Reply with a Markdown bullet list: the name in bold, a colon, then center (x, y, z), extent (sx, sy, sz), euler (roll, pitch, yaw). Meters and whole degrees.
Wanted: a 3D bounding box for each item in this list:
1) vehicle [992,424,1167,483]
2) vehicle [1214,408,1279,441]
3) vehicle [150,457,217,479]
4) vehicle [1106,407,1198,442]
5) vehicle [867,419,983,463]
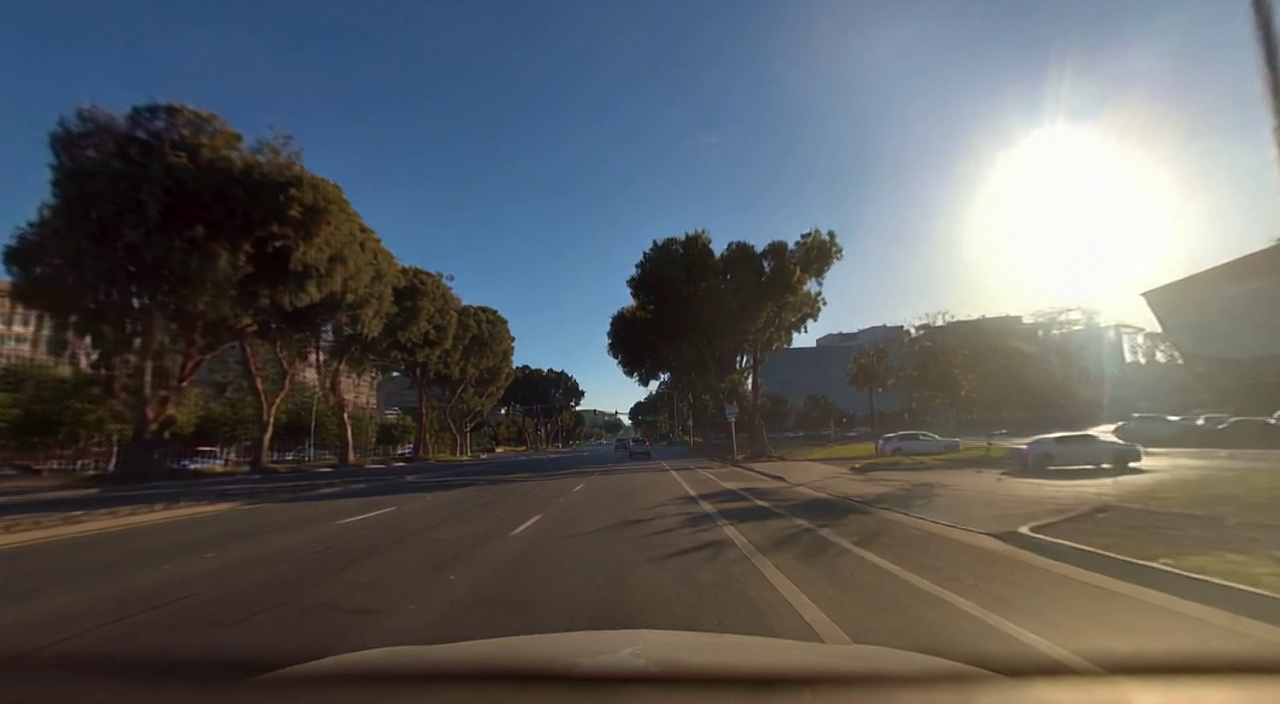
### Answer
- **vehicle**: center (14.642, 3.375, 21.225), extent (4.388, 1.446, 1.808), euler (-6, -7, 2)
- **vehicle**: center (33.529, 3.974, 34.222), extent (4.287, 1.622, 2.088), euler (4, -10, -28)
- **vehicle**: center (-35.716, 9.058, 49.496), extent (1.917, 1.479, 4.462), euler (0, -8, 0)
- **vehicle**: center (30.896, 4.421, 38.019), extent (5.675, 1.978, 2.229), euler (4, -10, -30)
- **vehicle**: center (14.134, 4.446, 31.499), extent (4.702, 1.853, 2.069), euler (-4, -8, 2)
